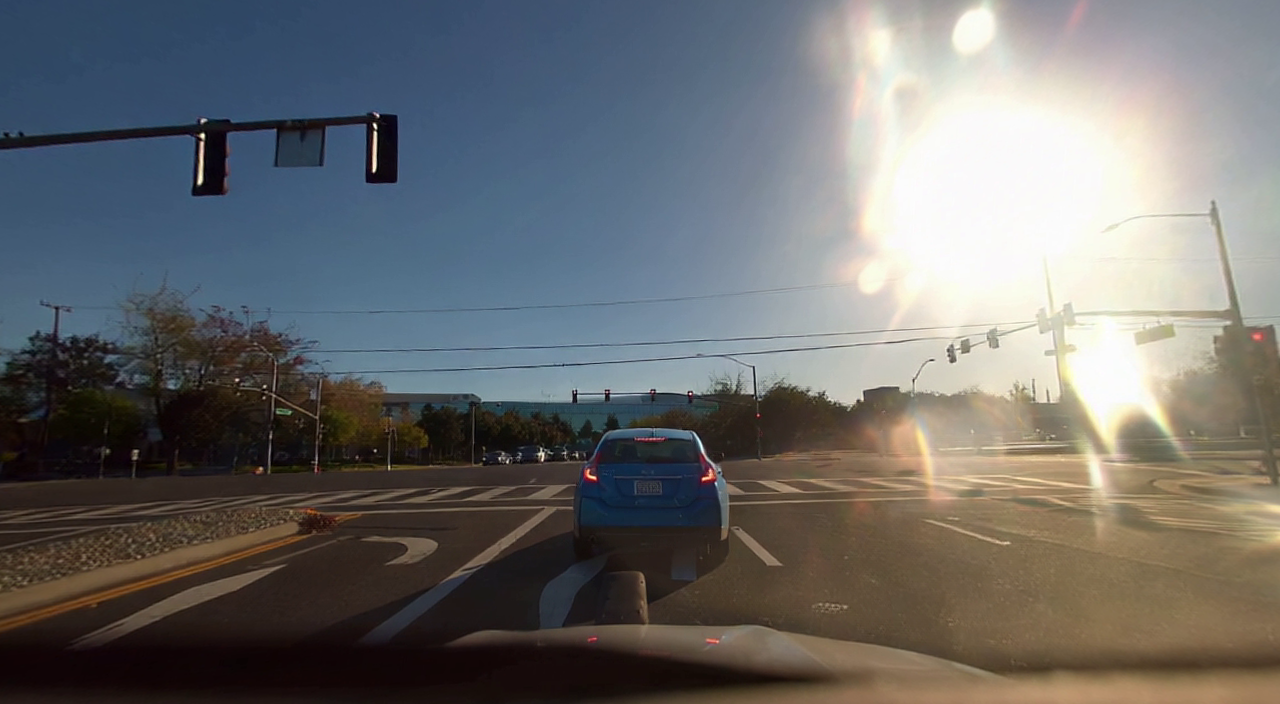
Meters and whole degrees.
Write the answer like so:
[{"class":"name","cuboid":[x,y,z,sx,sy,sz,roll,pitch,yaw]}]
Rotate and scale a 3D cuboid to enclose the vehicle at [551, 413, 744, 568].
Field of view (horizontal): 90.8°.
[{"class":"vehicle","cuboid":[0.045,1.755,8.710,2.027,1.626,3.942,0,-8,-1]}]
